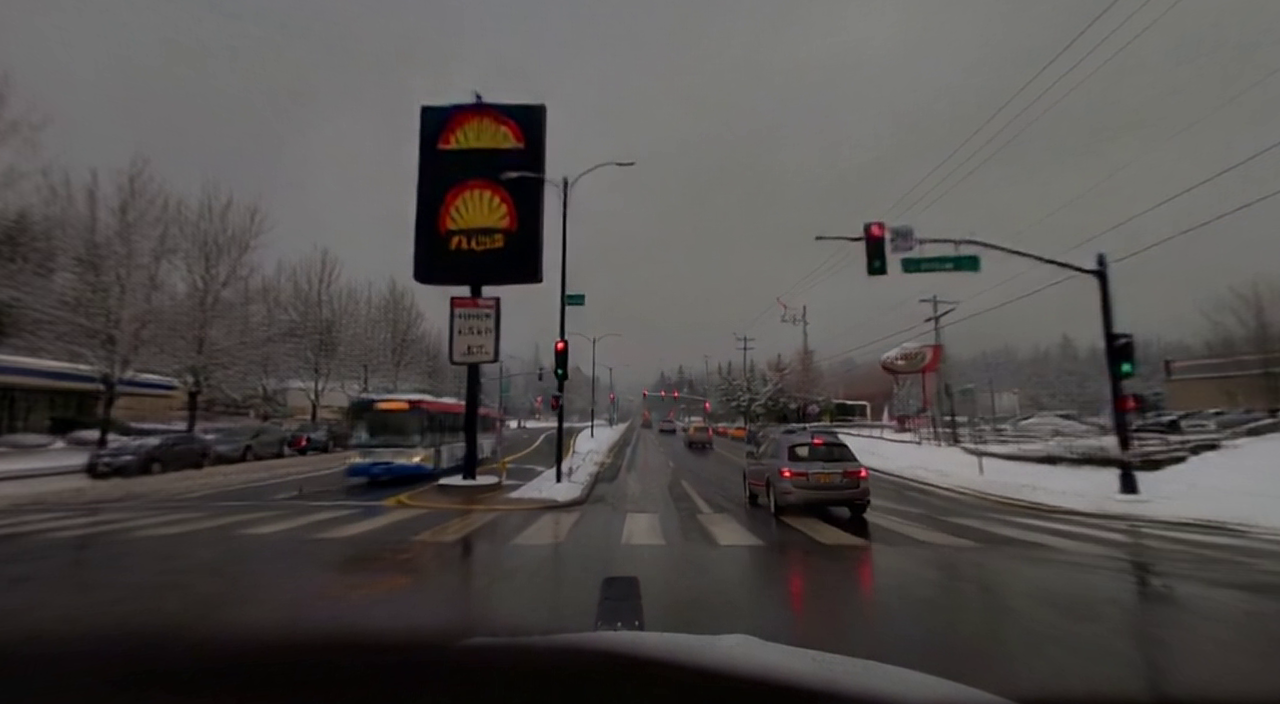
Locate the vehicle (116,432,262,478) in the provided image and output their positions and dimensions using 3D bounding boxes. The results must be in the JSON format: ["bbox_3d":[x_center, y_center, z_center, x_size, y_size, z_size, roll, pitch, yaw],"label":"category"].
[{"bbox_3d":[-17.795,4.084,25.239,1.956,1.634,5.000,0,-8,3],"label":"vehicle"}]

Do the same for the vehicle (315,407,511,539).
[{"bbox_3d":[-3.696,2.176,11.349,2.189,1.836,4.693,0,-12,-6],"label":"vehicle"}]

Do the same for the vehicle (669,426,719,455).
[{"bbox_3d":[2.909,4.917,34.952,2.282,1.458,4.362,0,-8,-1],"label":"vehicle"}]

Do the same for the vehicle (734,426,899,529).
[{"bbox_3d":[3.251,2.385,12.605,1.999,1.679,4.217,0,-8,-1],"label":"vehicle"}]

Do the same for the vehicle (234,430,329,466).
[{"bbox_3d":[-17.968,4.807,31.808,2.079,1.672,4.333,0,-8,2],"label":"vehicle"}]
